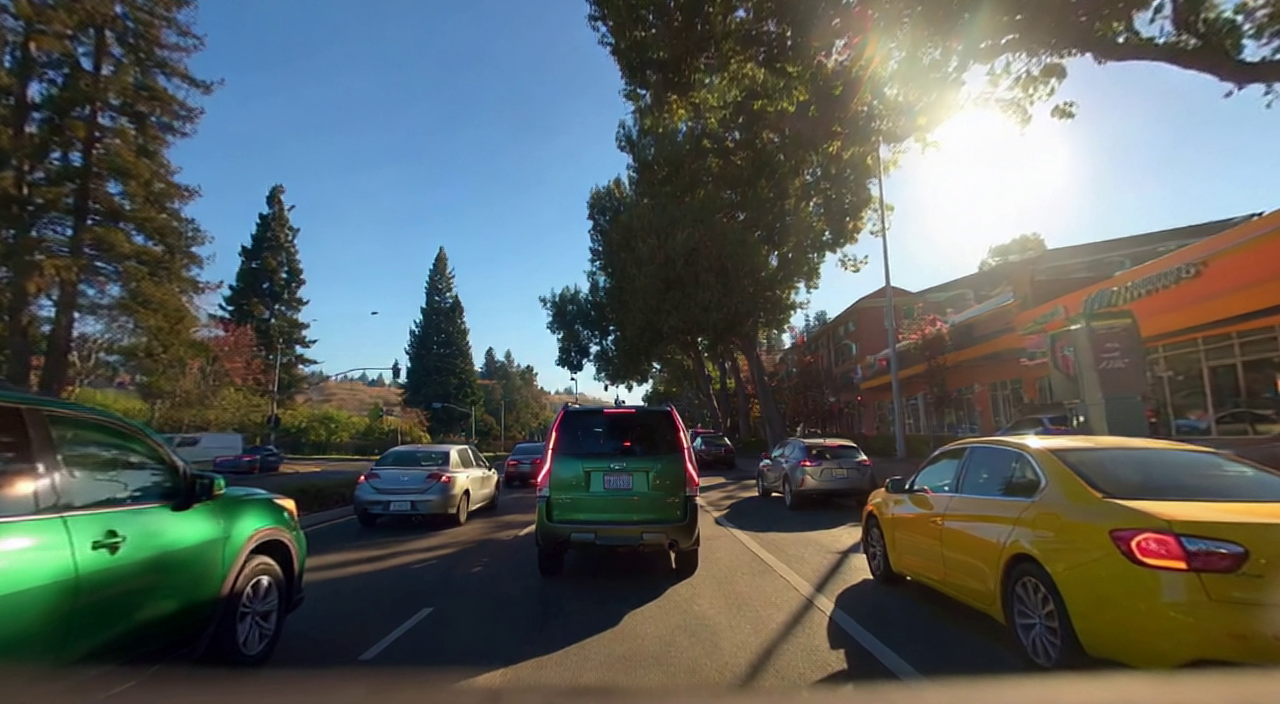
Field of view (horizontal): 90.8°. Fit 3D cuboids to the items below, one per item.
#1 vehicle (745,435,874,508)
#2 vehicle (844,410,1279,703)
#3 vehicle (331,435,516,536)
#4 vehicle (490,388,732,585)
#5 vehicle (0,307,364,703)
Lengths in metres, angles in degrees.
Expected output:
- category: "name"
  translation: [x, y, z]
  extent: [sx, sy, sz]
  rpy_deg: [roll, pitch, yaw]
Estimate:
- category: "vehicle"
  translation: [3.914, 2.824, 15.406]
  extent: [1.875, 1.521, 4.192]
  rpy_deg: [0, -9, -2]
- category: "vehicle"
  translation: [3.376, 1.342, 5.139]
  extent: [1.900, 1.477, 4.352]
  rpy_deg: [0, -9, -1]
- category: "vehicle"
  translation: [-3.577, 2.269, 11.370]
  extent: [1.849, 1.451, 4.218]
  rpy_deg: [0, -9, 0]
- category: "vehicle"
  translation: [-0.307, 1.562, 8.057]
  extent: [2.238, 1.825, 4.190]
  rpy_deg: [0, -9, -1]
- category: "vehicle"
  translation: [-3.598, 0.894, 3.335]
  extent: [2.231, 1.853, 4.461]
  rpy_deg: [0, -9, 0]
